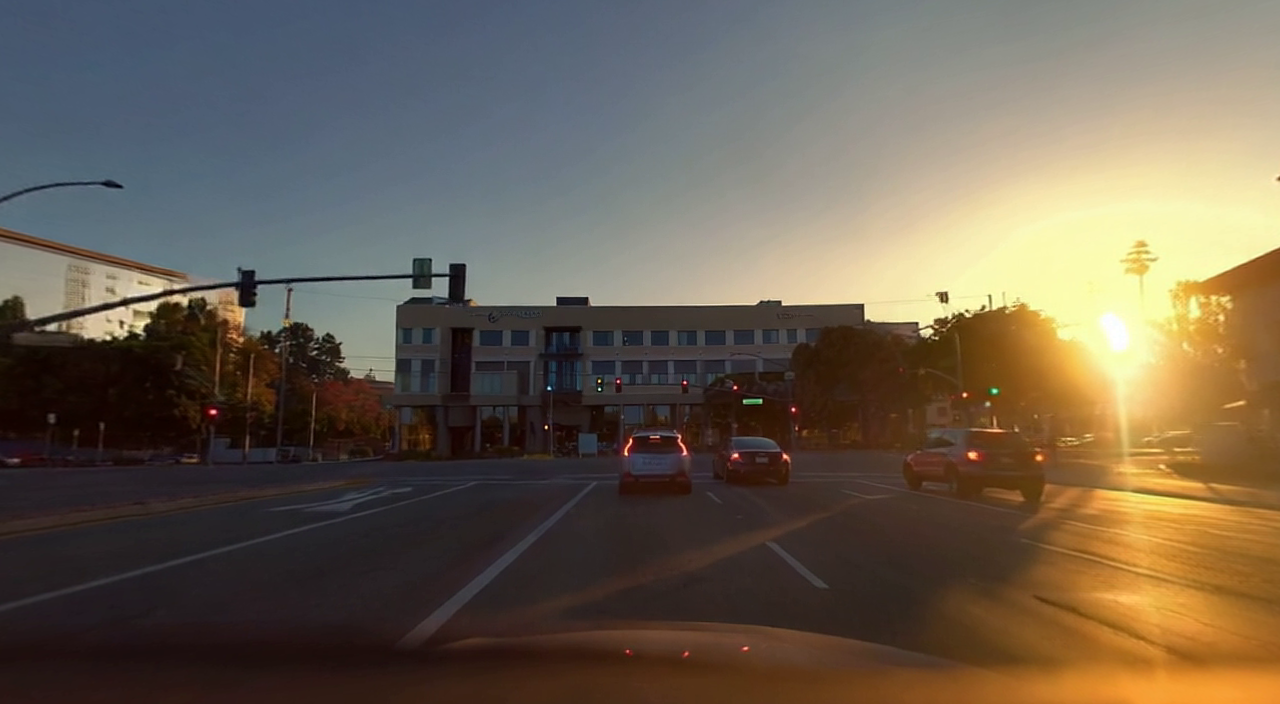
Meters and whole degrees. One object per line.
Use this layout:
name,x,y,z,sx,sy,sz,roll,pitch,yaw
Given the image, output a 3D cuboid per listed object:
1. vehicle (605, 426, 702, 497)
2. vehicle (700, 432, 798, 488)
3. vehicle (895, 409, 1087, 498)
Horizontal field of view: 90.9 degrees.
vehicle,0.273,2.734,16.108,2.099,1.516,4.681,0,-8,-1
vehicle,2.999,3.092,18.327,1.994,1.436,4.169,0,-8,-2
vehicle,8.501,2.517,15.959,2.132,1.892,4.851,0,-8,2
